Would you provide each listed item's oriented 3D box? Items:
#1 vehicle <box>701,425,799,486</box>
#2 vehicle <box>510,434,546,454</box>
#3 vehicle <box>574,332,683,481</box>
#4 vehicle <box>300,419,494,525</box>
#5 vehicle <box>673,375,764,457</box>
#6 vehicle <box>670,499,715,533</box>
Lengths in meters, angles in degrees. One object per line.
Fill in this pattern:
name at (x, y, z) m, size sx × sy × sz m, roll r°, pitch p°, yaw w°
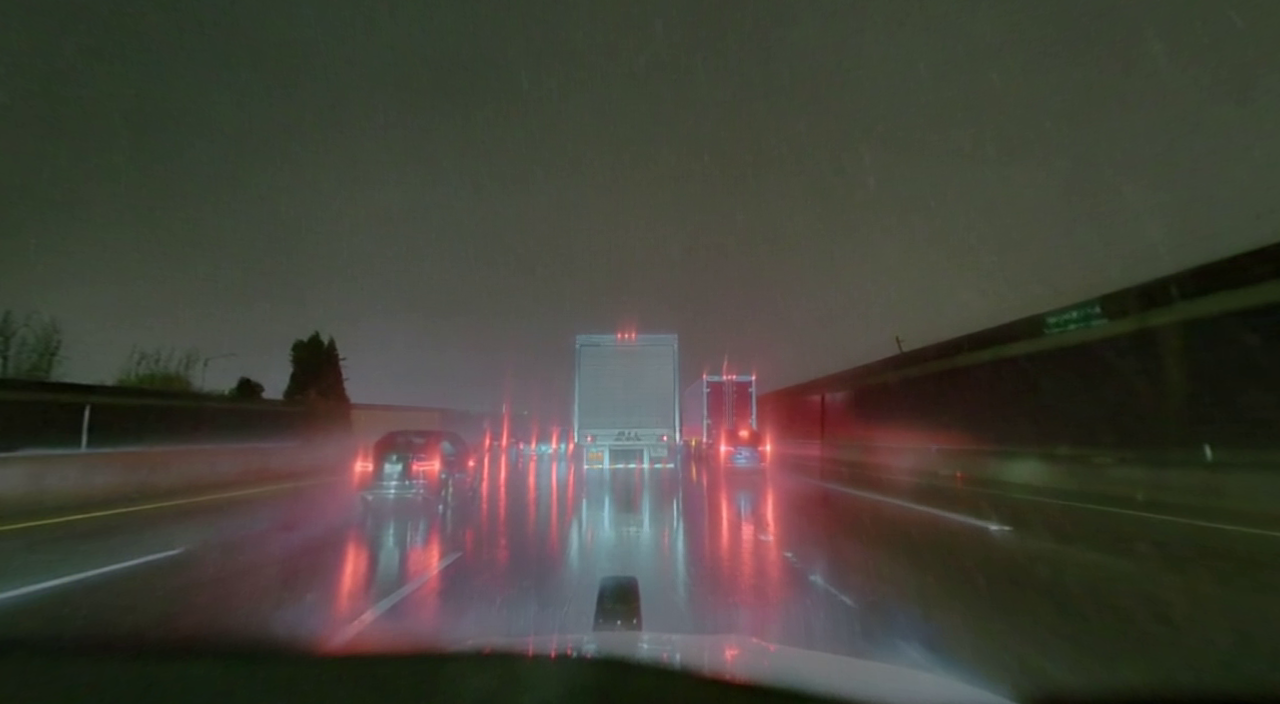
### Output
vehicle at (2.995, 2.910, 18.055) m, size 1.976 × 1.513 × 4.065 m, roll 0°, pitch -8°, yaw -2°
vehicle at (-8.770, 7.214, 49.573) m, size 2.019 × 1.471 × 4.347 m, roll 0°, pitch -8°, yaw -1°
vehicle at (-0.432, 2.123, 22.075) m, size 2.938 × 4.033 × 9.980 m, roll 0°, pitch -8°, yaw -1°
vehicle at (-3.950, 1.987, 11.016) m, size 1.882 × 1.493 × 3.828 m, roll 0°, pitch -8°, yaw 0°
vehicle at (4.141, 4.188, 37.340) m, size 2.863 × 3.936 × 14.058 m, roll 1°, pitch -9°, yaw -3°
vehicle at (3.708, 11.708, 44.925) m, size 2.835 × 2.000 × 2.696 m, roll 0°, pitch -7°, yaw -2°
